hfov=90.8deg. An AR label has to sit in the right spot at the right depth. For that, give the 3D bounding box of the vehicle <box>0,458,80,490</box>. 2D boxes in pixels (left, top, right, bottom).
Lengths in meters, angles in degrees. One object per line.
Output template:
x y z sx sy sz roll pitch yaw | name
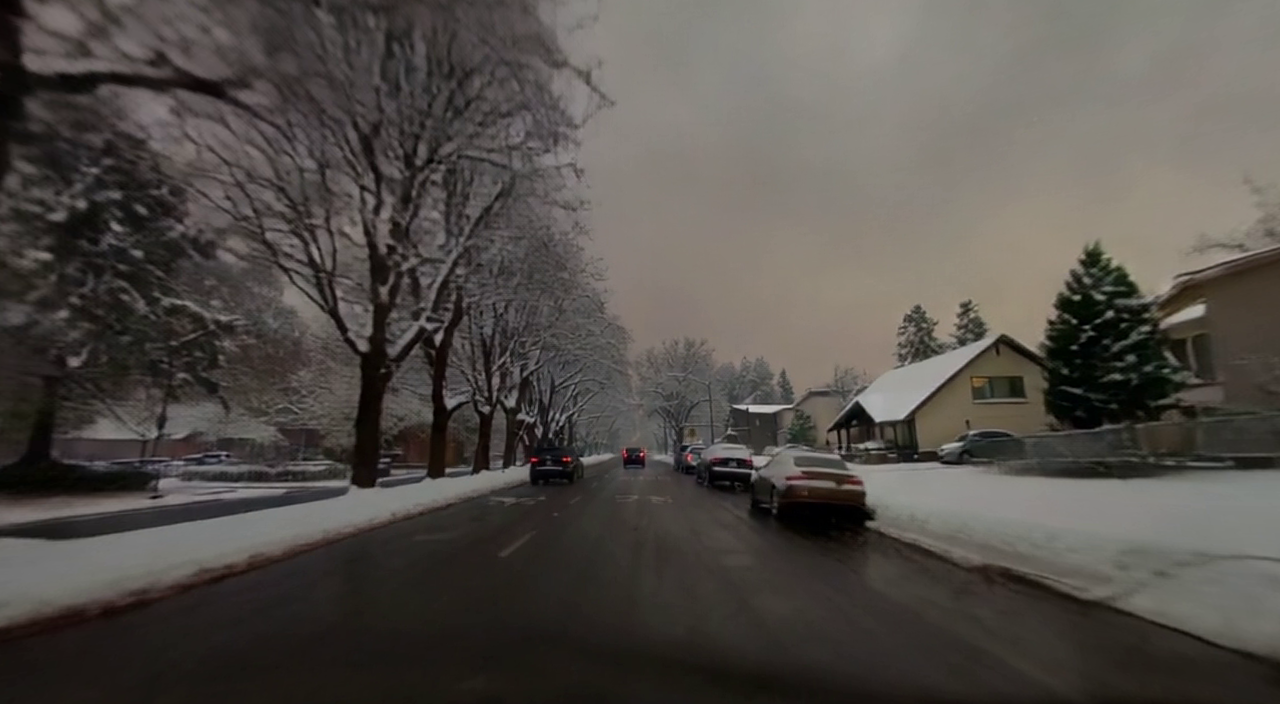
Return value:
-41.567 8.114 42.285 2.307 1.896 6.192 0 -9 2 | vehicle

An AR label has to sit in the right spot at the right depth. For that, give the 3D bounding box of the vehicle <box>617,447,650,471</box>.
-0.407 7.215 42.895 2.142 1.548 4.273 0 -9 0 | vehicle

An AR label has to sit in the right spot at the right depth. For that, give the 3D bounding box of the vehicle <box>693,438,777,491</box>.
3.589 4.389 24.949 2.273 1.860 5.077 1 -9 -3 | vehicle

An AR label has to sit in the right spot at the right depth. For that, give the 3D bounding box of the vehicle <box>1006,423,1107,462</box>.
19.326 4.252 29.599 1.938 1.668 4.286 0 -9 3 | vehicle

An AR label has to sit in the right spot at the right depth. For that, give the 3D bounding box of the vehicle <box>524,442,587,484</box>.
-3.589 4.822 27.799 2.129 1.668 4.722 0 -9 0 | vehicle

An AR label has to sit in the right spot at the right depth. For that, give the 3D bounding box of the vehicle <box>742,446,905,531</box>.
3.673 2.814 13.736 2.019 1.495 4.755 0 -9 -1 | vehicle

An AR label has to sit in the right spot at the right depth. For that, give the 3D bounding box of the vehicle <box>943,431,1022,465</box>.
16.443 4.651 30.572 1.747 1.460 4.247 0 -9 6 | vehicle
